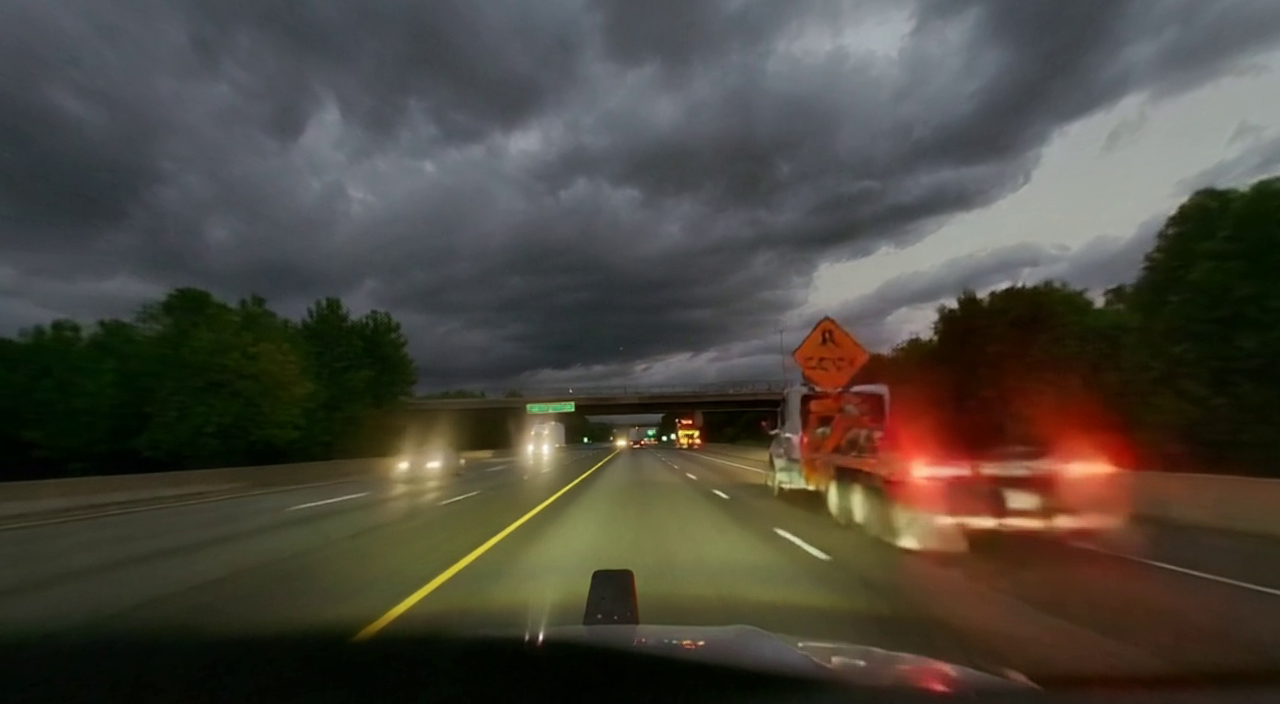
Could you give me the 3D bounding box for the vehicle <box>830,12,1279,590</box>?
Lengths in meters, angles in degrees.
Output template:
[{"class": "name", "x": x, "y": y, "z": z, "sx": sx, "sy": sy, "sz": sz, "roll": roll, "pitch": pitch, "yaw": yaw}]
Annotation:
[{"class": "vehicle", "x": 4.490, "y": -0.145, "z": 7.025, "sx": 2.875, "sy": 4.206, "sz": 4.999, "roll": -3, "pitch": -9, "yaw": 0}]
